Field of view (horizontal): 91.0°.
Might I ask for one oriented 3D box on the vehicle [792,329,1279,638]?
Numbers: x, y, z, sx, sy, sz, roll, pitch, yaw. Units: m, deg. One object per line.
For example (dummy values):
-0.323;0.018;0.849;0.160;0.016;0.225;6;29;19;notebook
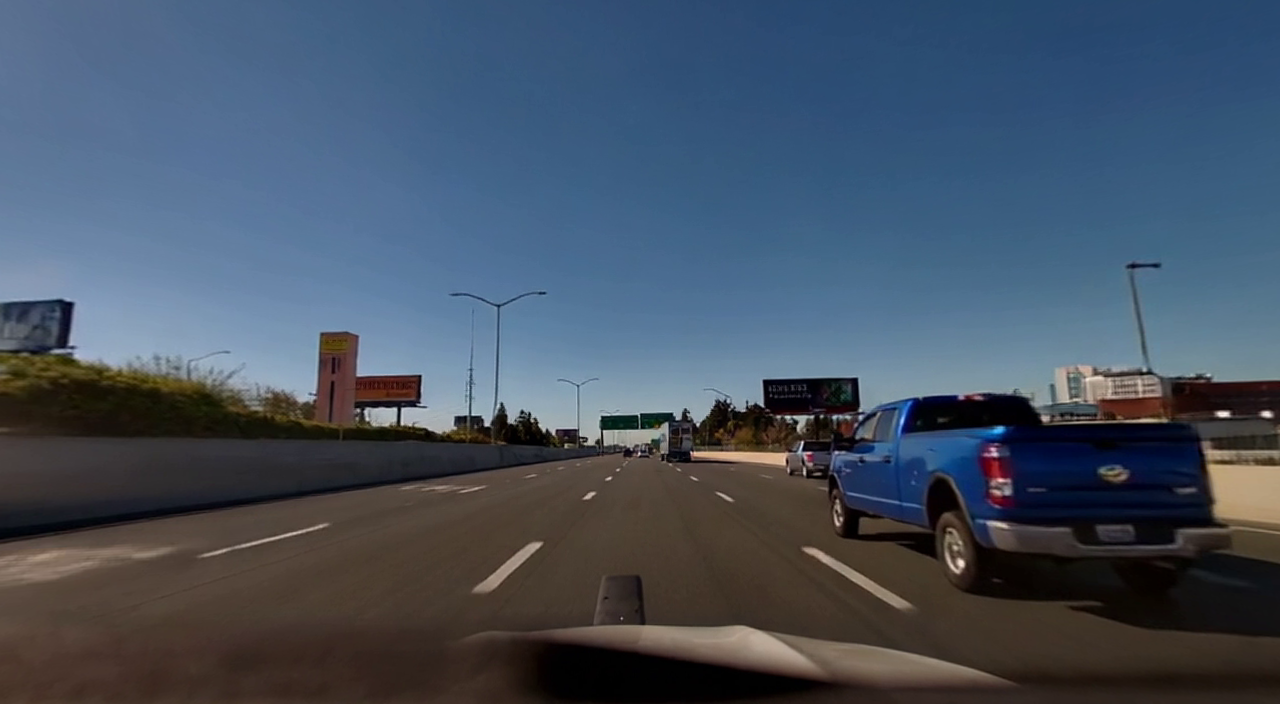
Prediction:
3.987;1.385;7.596;2.740;2.157;6.300;0;-9;0;vehicle
